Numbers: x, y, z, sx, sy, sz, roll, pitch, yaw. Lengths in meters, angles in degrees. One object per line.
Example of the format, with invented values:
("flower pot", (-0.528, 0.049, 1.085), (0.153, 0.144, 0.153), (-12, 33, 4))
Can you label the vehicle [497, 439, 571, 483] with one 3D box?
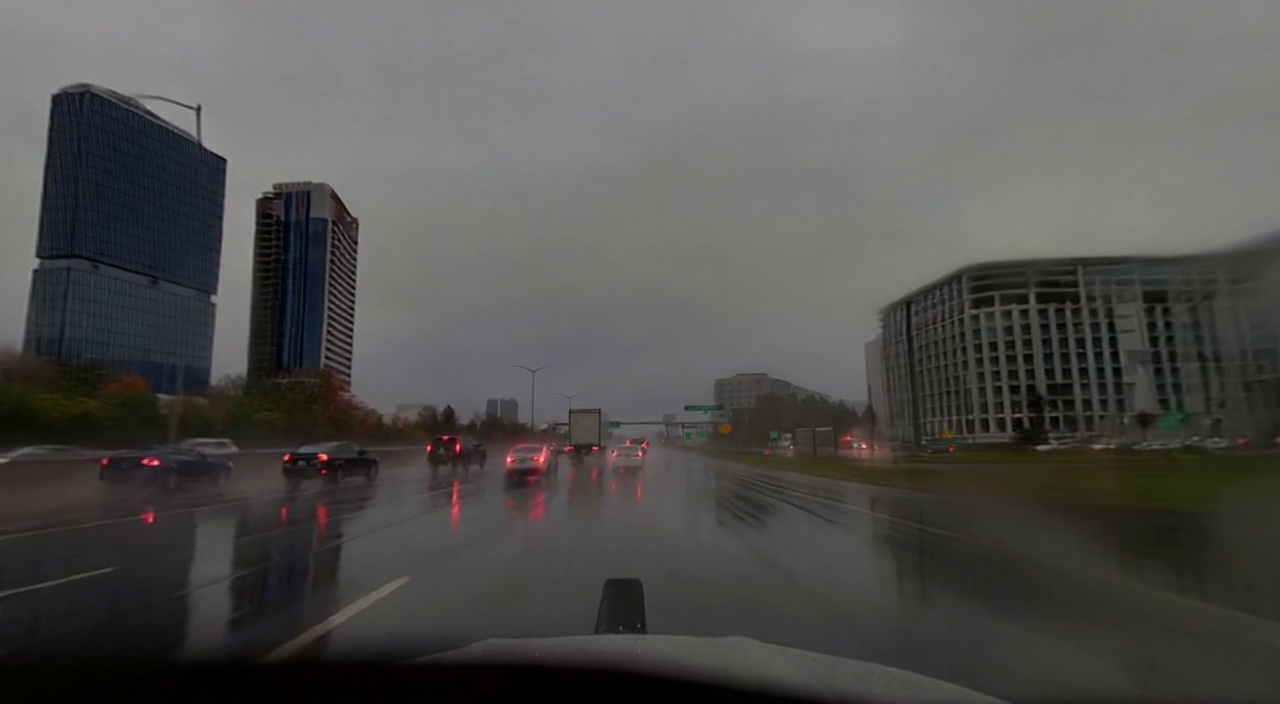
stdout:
("vehicle", (-3.931, 4.124, 24.146), (2.016, 1.497, 4.235), (0, -9, 1))

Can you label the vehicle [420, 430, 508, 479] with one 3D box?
("vehicle", (-7.207, 4.268, 26.354), (2.190, 1.821, 4.800), (0, -9, 1))

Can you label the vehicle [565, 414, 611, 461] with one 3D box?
("vehicle", (-3.935, 6.810, 49.693), (2.955, 3.359, 8.322), (0, -9, 0))

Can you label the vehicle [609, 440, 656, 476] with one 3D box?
("vehicle", (-0.348, 4.811, 28.803), (1.991, 1.488, 3.922), (0, -9, 0))

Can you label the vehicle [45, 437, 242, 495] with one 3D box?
("vehicle", (-14.506, 3.339, 18.876), (1.948, 1.483, 4.814), (0, -9, 0))

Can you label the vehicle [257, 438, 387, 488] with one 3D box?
("vehicle", (-10.724, 3.766, 21.737), (1.987, 1.495, 4.710), (0, -9, 1))
